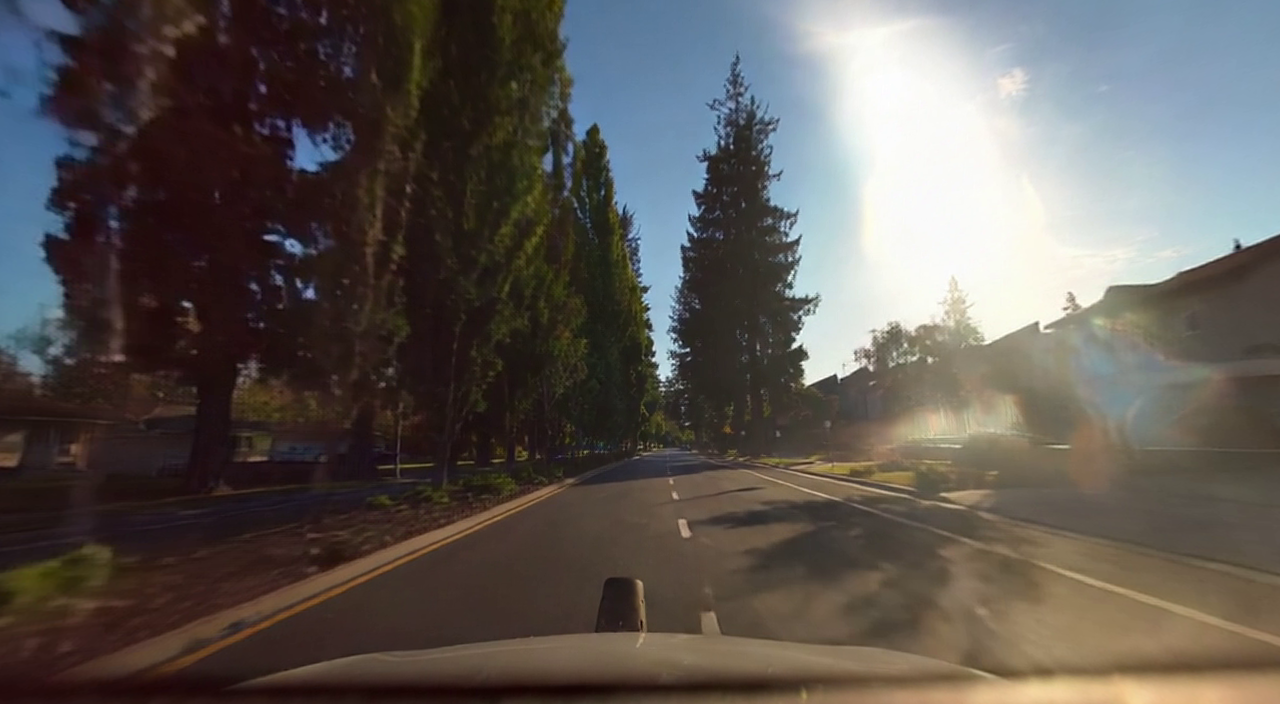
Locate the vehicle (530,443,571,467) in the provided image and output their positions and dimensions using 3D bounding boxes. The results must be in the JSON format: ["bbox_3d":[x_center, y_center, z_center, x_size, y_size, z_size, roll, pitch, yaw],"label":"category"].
[{"bbox_3d":[-6.339,7.333,45.081,2.000,1.570,4.808,-1,-9,3],"label":"vehicle"}]
